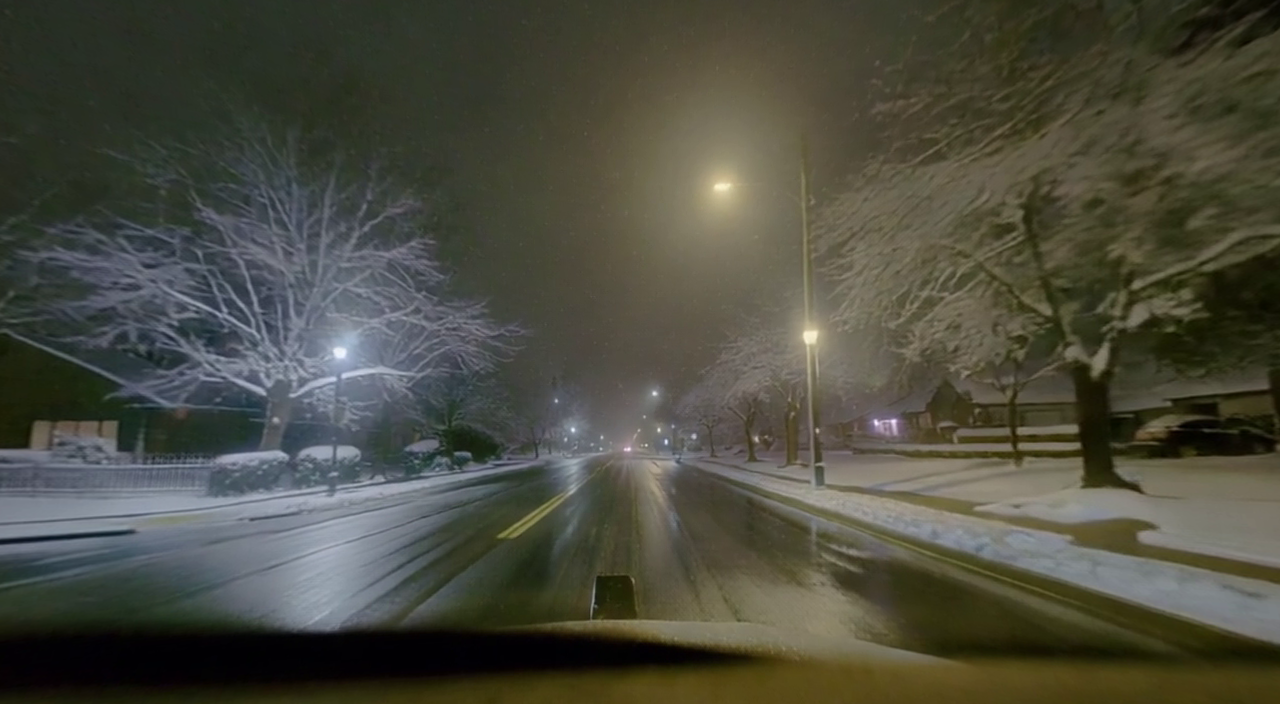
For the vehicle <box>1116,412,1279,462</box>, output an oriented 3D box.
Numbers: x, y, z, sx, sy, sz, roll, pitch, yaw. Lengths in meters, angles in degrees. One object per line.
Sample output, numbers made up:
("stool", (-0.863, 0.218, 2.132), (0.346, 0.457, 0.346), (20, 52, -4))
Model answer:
("vehicle", (18.863, 2.884, 21.327), (3.730, 1.604, 2.027), (0, -8, 1))
